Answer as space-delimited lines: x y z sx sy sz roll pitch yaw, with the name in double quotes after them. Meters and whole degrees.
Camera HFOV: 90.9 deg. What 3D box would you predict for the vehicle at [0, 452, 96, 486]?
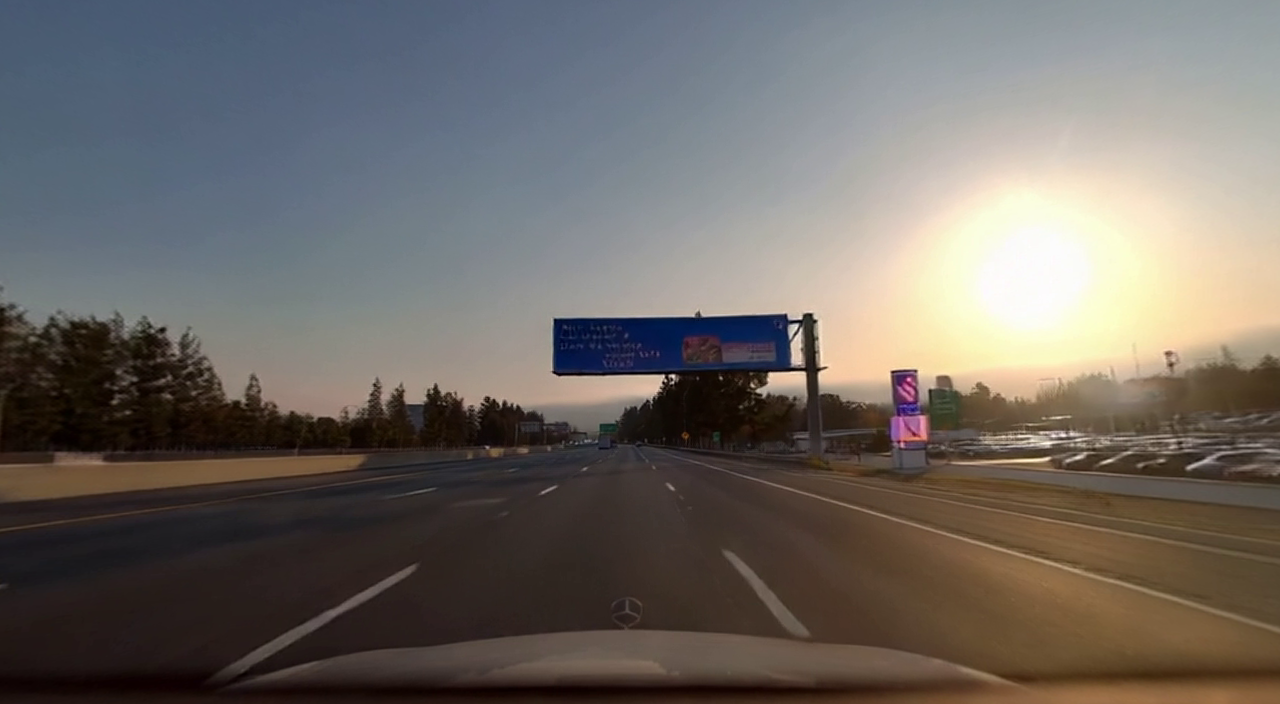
-29.519 5.675 30.920 1.932 1.454 4.229 0 -8 -1 "vehicle"
